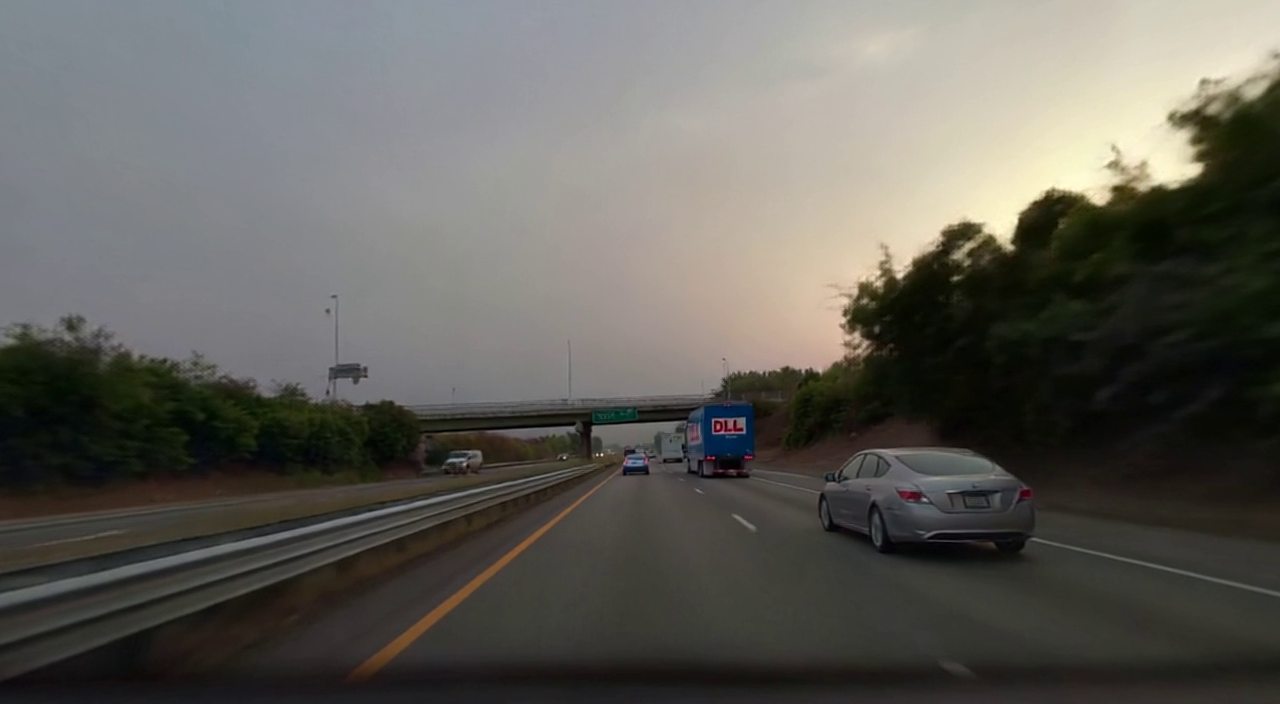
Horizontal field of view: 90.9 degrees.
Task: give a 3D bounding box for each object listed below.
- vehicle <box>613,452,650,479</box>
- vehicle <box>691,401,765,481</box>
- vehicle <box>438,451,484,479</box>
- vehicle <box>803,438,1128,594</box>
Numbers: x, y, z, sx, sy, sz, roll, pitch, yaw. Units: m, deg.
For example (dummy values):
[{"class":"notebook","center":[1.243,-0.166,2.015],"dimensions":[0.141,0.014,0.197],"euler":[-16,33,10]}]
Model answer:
[{"class":"vehicle","center":[-0.455,6.665,37.155],"dimensions":[2.055,1.445,3.661],"euler":[0,-9,0]},{"class":"vehicle","center":[4.729,5.075,35.740],"dimensions":[2.838,3.985,8.010],"euler":[0,-9,-1]},{"class":"vehicle","center":[-13.677,8.629,48.506],"dimensions":[2.061,1.979,4.742],"euler":[-1,-9,1]},{"class":"vehicle","center":[3.651,1.893,8.136],"dimensions":[1.894,1.452,4.164],"euler":[0,-9,-1]}]
